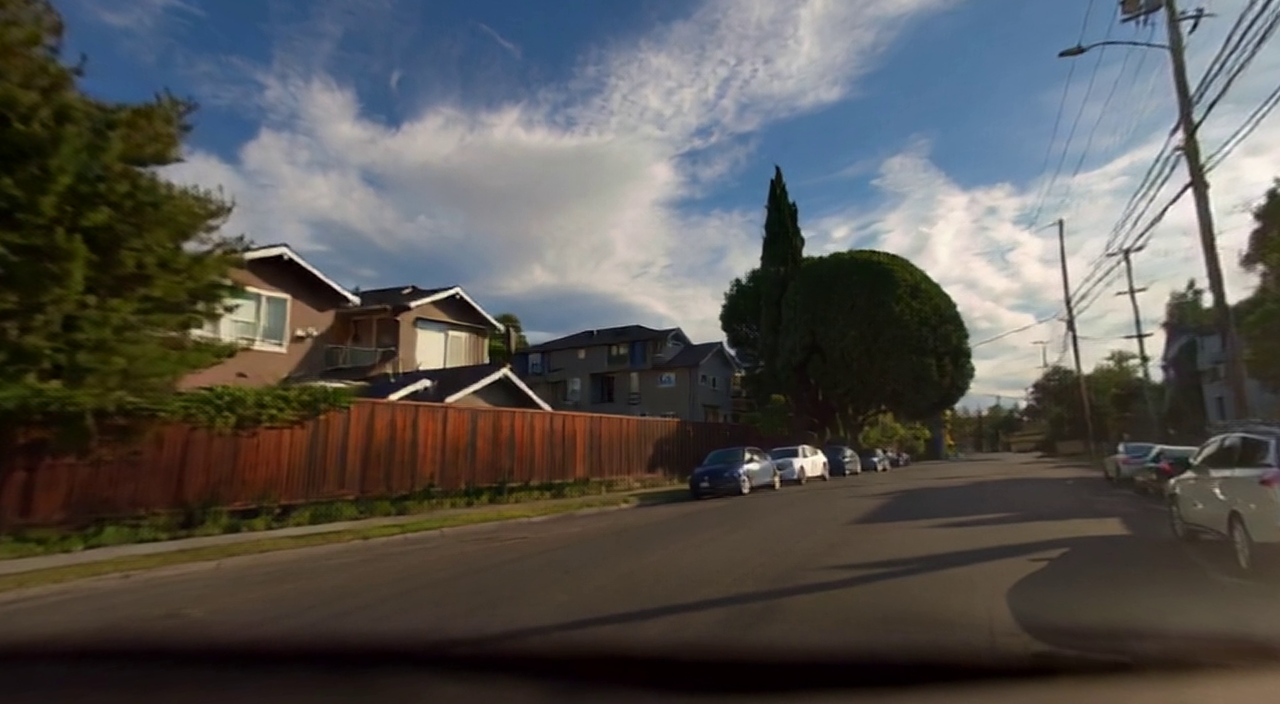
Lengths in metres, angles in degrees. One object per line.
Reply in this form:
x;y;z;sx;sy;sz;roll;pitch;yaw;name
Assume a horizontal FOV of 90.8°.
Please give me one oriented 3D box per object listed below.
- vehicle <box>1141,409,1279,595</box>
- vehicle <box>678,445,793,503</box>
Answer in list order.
7.854;1.545;7.298;2.439;1.670;4.631;-5;-9;29;vehicle
3.100;3.672;19.587;1.930;1.478;4.731;-5;-9;29;vehicle
